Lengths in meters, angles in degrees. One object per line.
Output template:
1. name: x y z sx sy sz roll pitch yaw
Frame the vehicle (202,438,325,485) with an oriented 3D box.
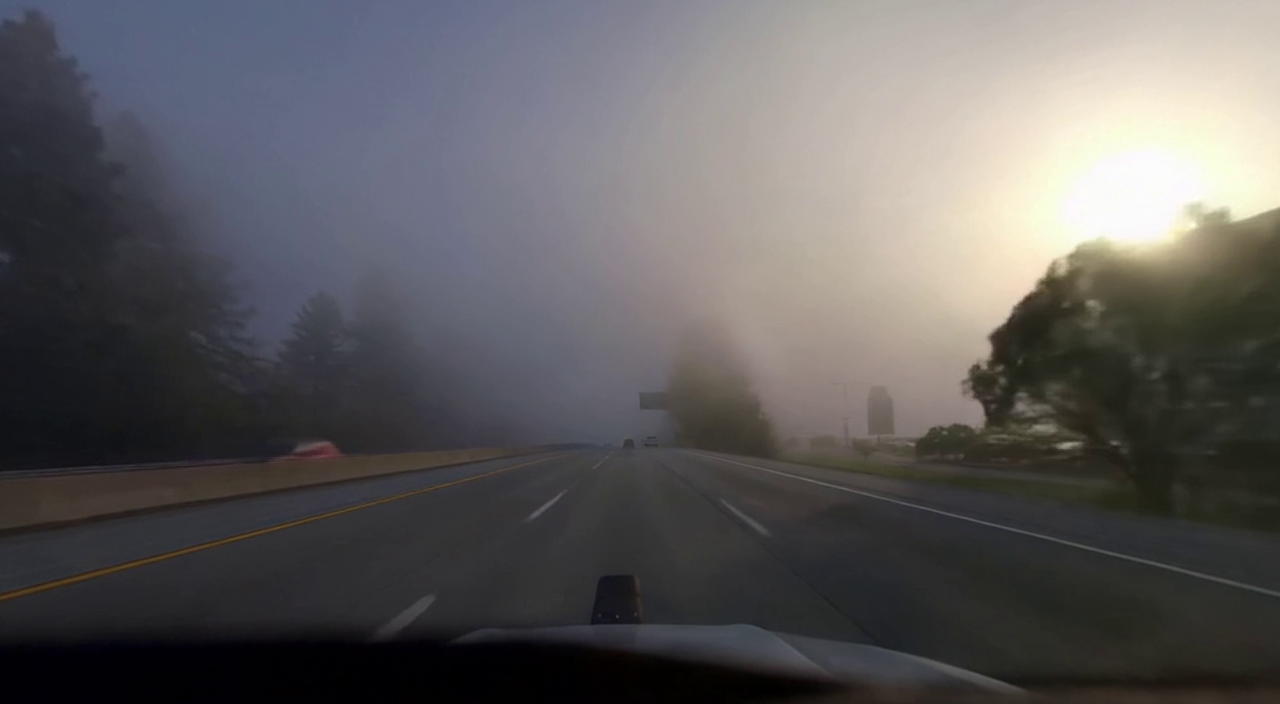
1. vehicle: -13.124 3.810 22.314 1.835 1.477 4.190 0 -8 -1
